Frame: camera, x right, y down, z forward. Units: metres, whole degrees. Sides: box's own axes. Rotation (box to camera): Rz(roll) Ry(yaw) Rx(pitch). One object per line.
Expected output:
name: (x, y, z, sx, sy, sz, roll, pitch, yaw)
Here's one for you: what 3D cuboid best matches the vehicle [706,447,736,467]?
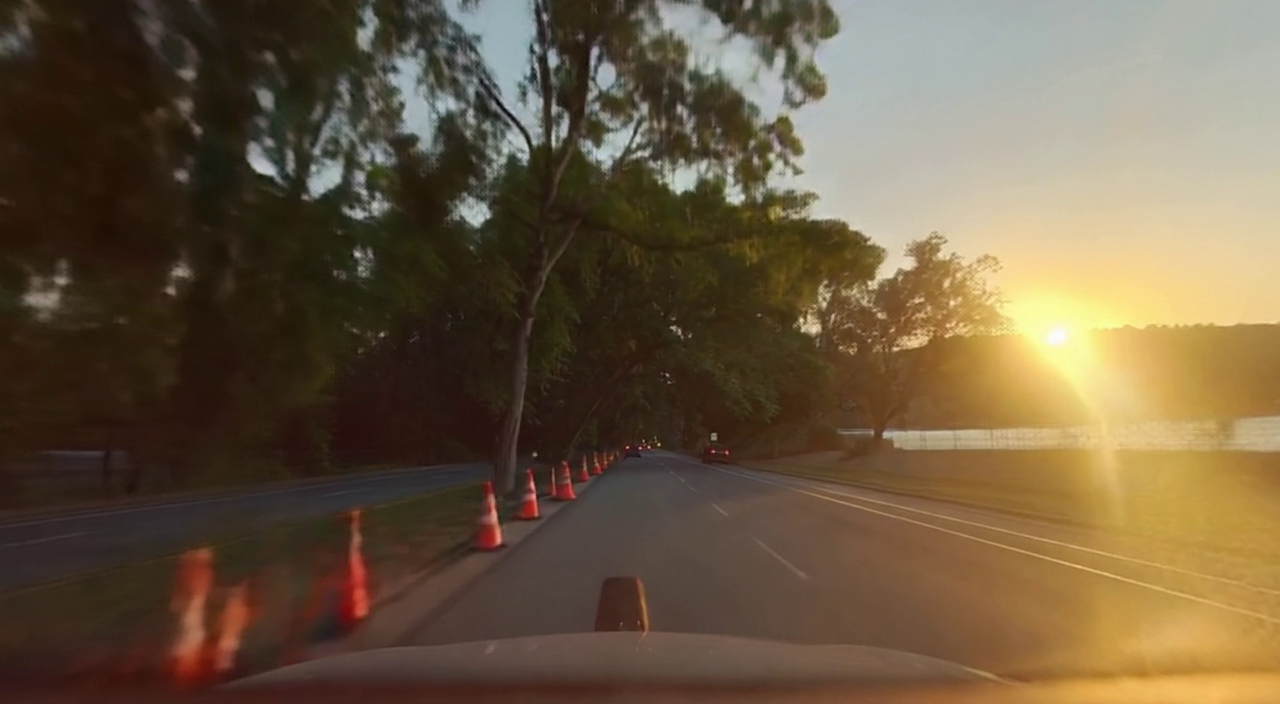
vehicle: (6.272, 8.189, 49.331, 1.904, 1.470, 4.583, 0, -8, 2)
